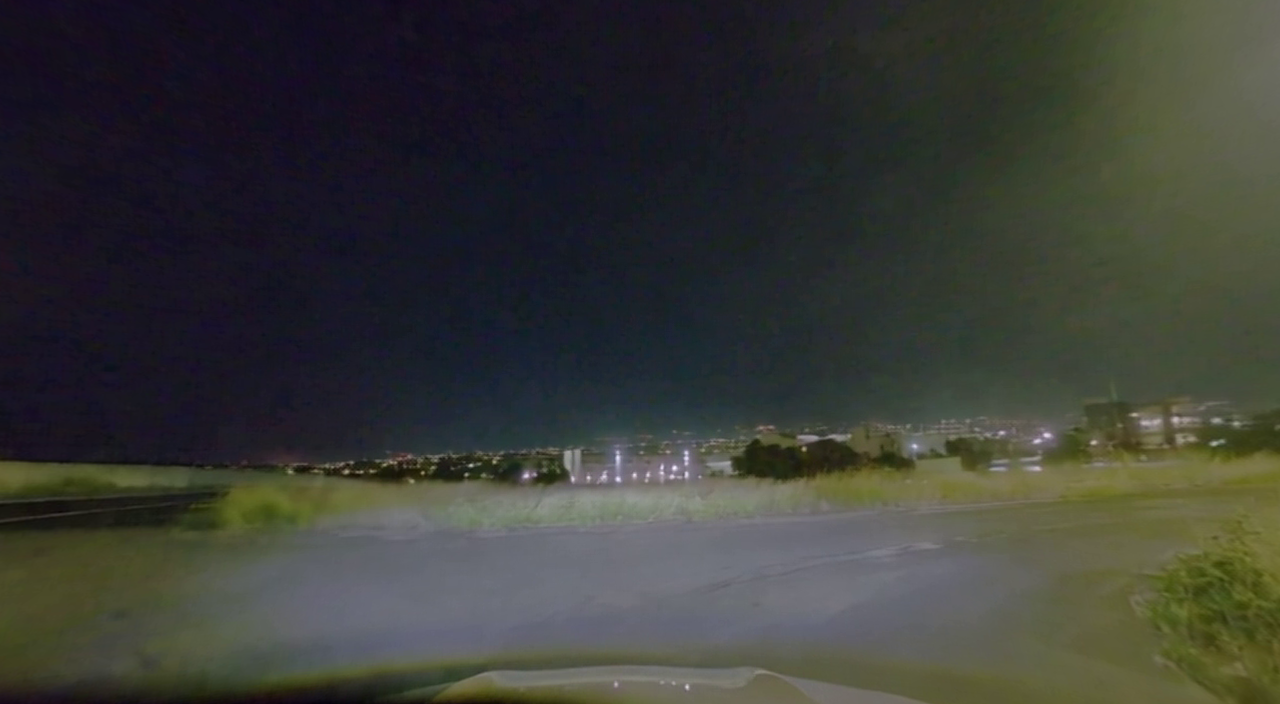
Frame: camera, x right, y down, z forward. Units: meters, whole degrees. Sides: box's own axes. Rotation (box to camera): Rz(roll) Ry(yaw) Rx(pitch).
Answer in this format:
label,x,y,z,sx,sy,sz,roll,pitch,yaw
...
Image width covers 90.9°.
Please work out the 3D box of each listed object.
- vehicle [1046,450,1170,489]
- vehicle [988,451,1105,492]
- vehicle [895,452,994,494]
label,x,y,z,sx,sy,sz,roll,pitch,yaw
vehicle,19.984,5.048,27.141,1.825,1.512,3.943,4,-10,-14
vehicle,16.517,4.907,25.855,1.833,1.490,3.705,4,-12,-13
vehicle,12.775,5.168,26.752,1.944,1.608,3.715,3,-12,-7
